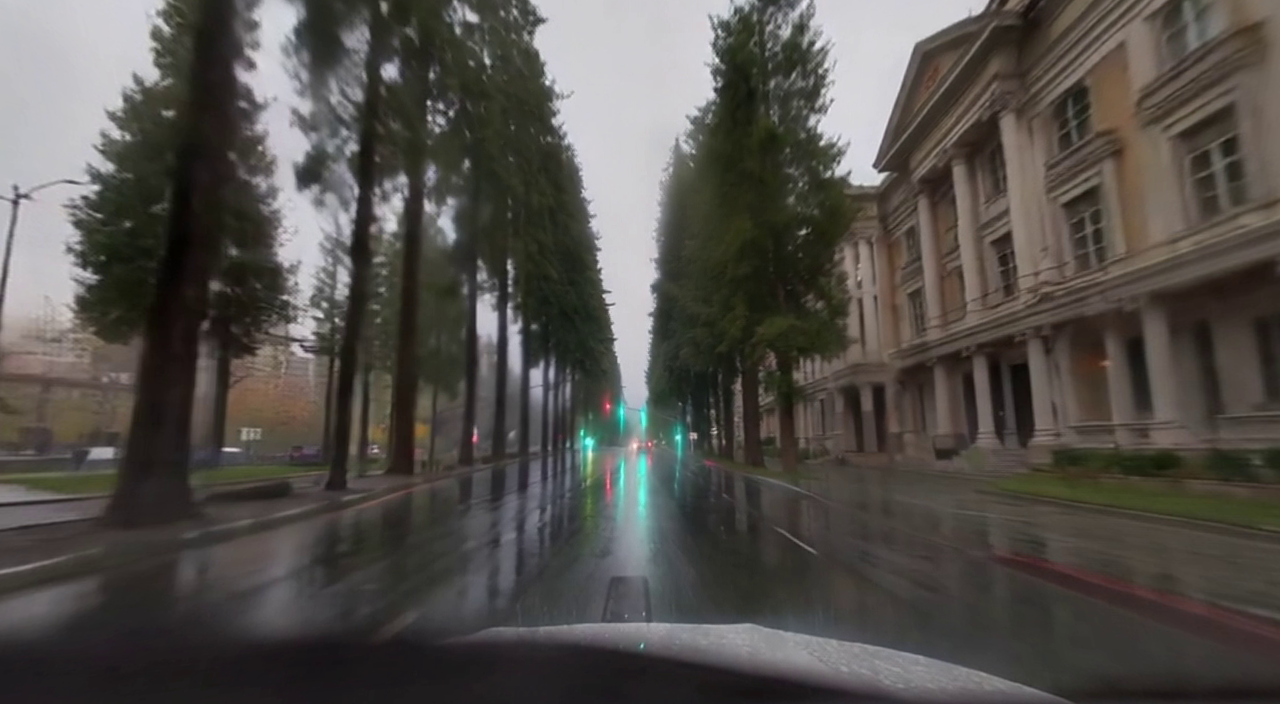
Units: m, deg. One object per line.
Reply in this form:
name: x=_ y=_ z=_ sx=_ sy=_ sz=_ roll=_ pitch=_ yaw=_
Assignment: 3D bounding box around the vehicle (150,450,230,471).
vehicle: x=-32.435 y=7.801 z=45.461 sx=4.397 sy=1.454 sz=1.803 roll=0 pitch=-9 yaw=3
